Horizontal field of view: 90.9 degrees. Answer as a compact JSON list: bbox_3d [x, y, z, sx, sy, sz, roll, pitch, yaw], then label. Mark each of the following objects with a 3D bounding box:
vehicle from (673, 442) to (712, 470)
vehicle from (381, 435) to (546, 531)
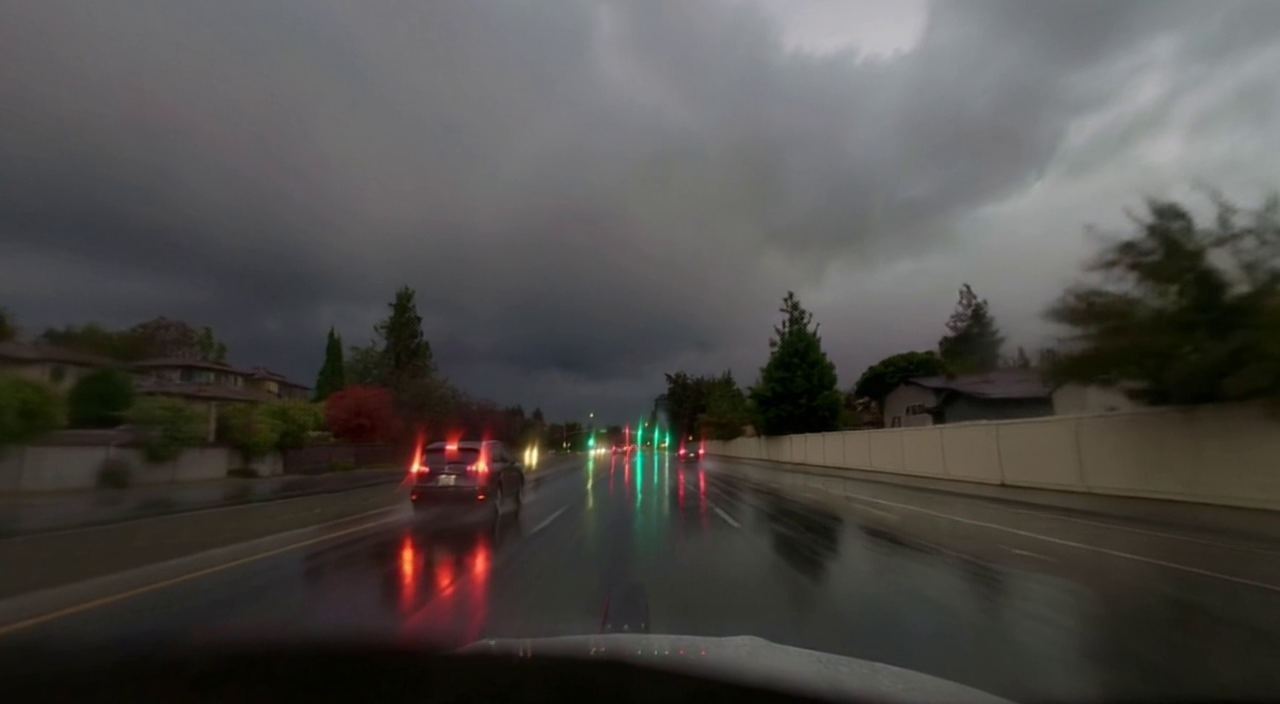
[{"bbox_3d":[3.432,6.903,42.088,2.114,1.780,4.445,0,-8,-1],"label":"vehicle"},{"bbox_3d":[-3.193,2.455,12.471,1.966,1.524,4.410,0,-8,0],"label":"vehicle"}]
